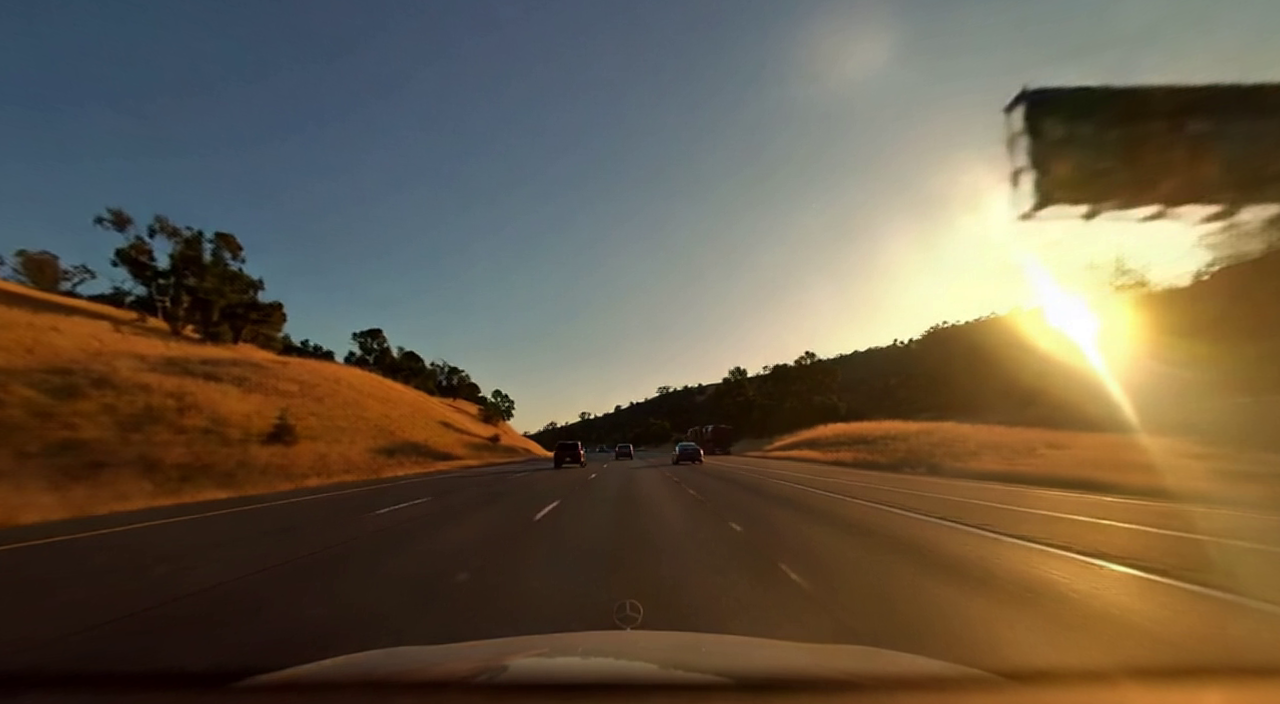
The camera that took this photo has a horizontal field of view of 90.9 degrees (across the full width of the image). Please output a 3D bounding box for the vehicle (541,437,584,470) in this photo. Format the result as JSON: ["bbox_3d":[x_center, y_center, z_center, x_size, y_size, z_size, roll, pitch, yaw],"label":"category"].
[{"bbox_3d":[-4.711,6.226,38.879,2.120,1.855,4.619,0,-8,-1],"label":"vehicle"}]

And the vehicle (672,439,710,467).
[{"bbox_3d":[3.341,6.713,42.113,1.995,1.712,4.206,0,-8,-2],"label":"vehicle"}]
